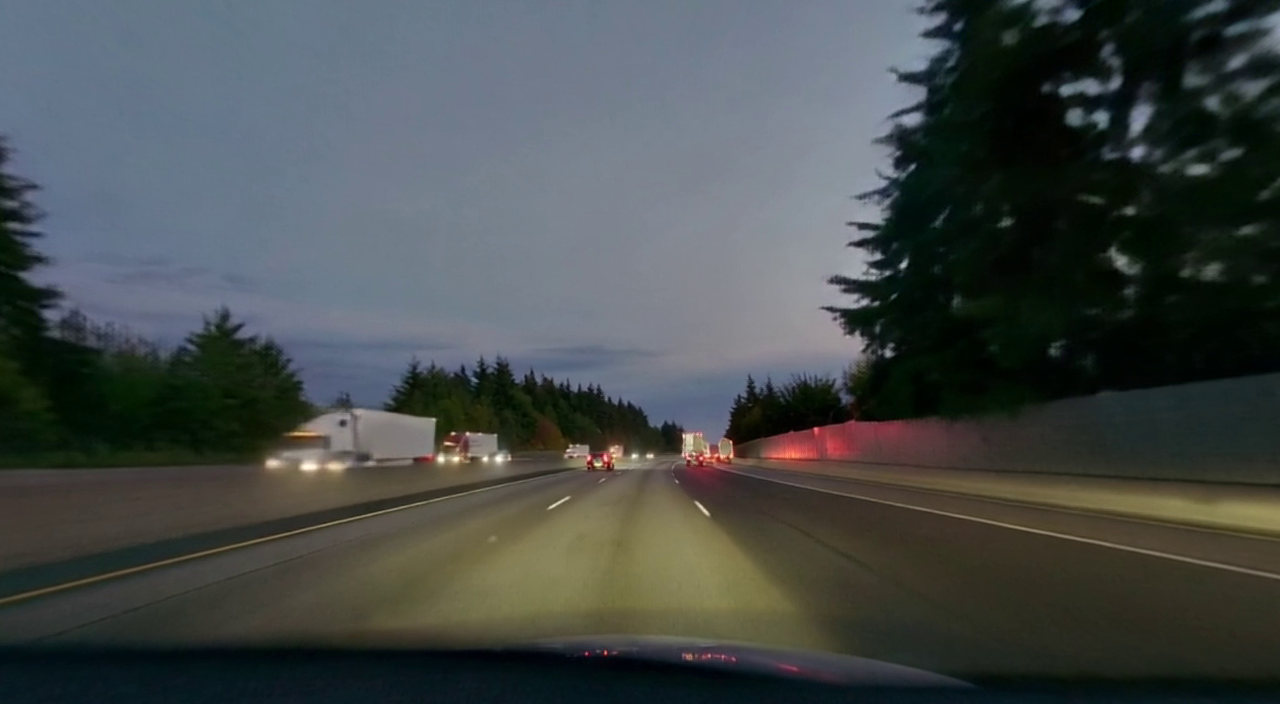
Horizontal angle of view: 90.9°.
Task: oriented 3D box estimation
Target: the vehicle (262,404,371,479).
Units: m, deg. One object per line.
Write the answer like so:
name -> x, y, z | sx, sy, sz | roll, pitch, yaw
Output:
vehicle -> -18.357, 5.181, 36.249 | 2.990, 3.877, 5.797 | 0, -9, 1

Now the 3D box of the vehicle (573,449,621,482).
vehicle -> -2.096, 5.704, 31.842 | 2.035, 1.513, 4.272 | 0, -9, 1
